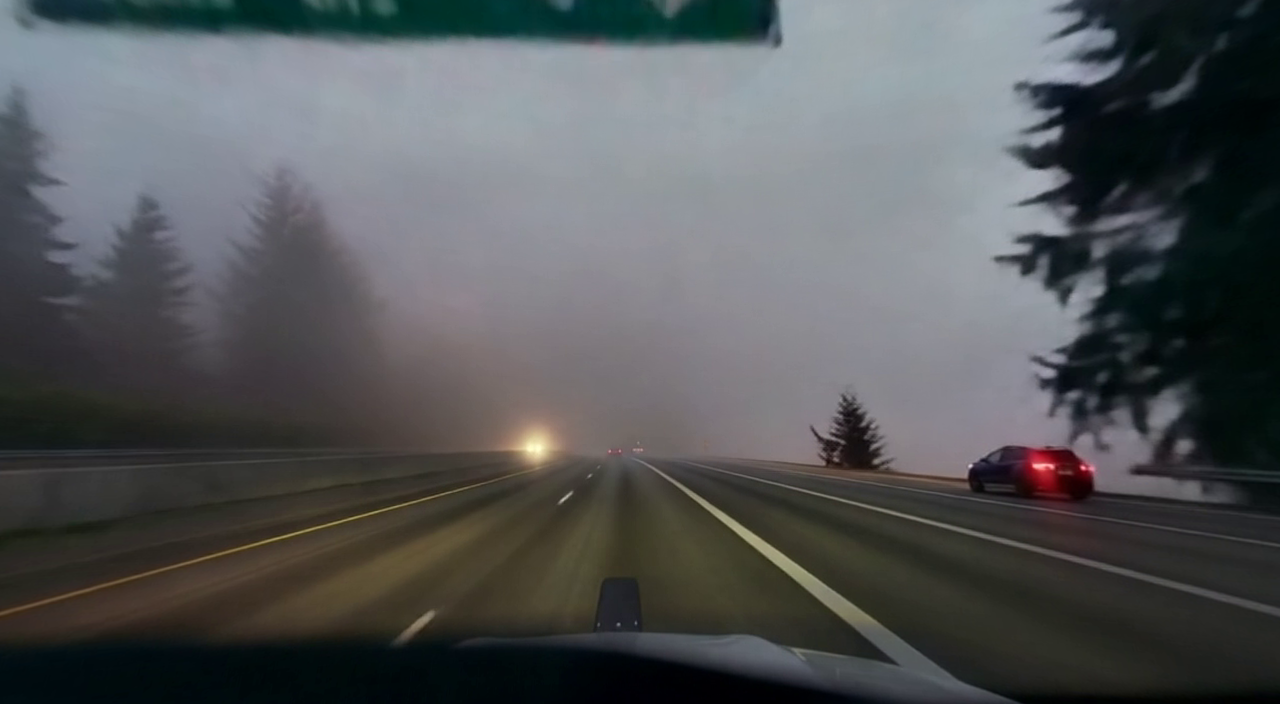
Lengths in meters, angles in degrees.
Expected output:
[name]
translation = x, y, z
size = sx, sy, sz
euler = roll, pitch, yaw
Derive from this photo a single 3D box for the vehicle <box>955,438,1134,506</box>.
[vehicle]
translation = 9.832, 2.930, 15.648
size = 1.853, 1.463, 3.780
euler = 0, -9, -1
